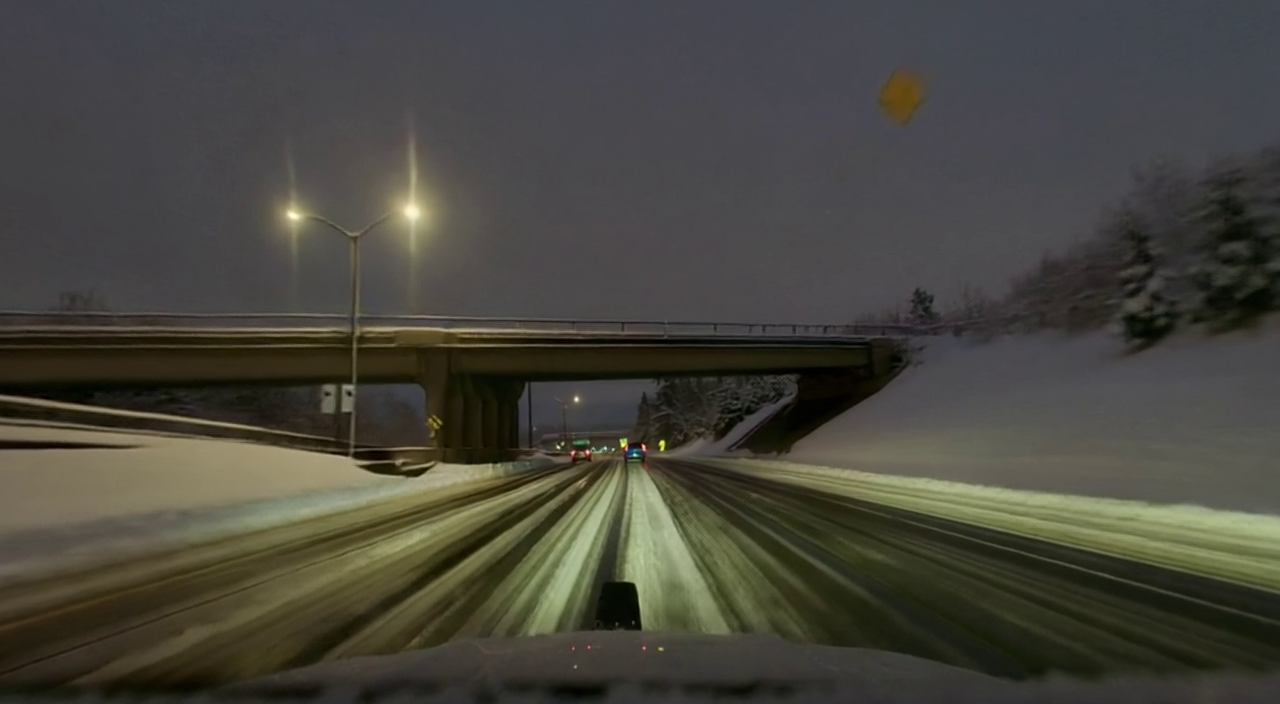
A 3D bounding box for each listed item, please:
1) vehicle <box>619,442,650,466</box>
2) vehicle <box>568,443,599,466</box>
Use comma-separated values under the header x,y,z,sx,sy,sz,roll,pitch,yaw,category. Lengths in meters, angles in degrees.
x,y,z,sx,sy,sz,roll,pitch,yaw,category
-0.438,7.328,45.583,2.132,1.657,3.967,0,-8,-2,vehicle
-4.252,7.729,47.868,2.000,1.646,4.201,0,-8,-1,vehicle
